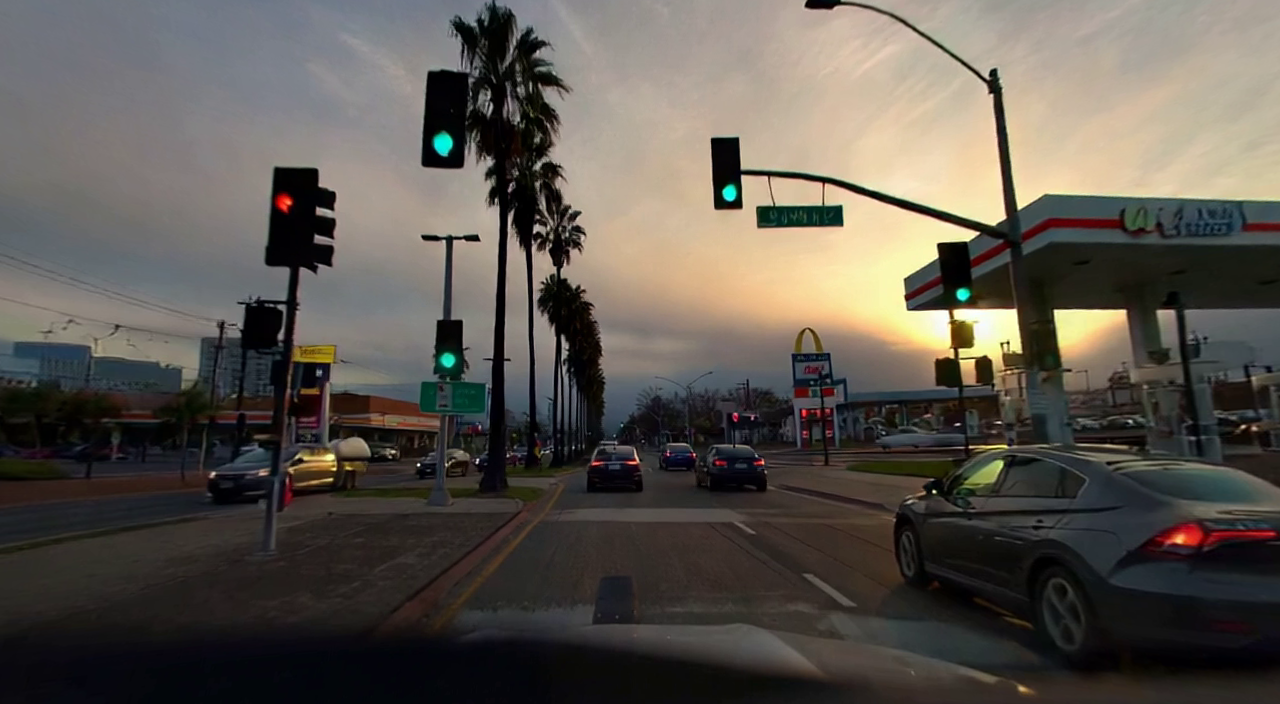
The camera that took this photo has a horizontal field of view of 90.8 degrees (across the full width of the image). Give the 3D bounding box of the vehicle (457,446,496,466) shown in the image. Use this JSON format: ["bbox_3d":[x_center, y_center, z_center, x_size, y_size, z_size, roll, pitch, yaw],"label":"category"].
[{"bbox_3d":[-12.881,8.178,49.987,1.908,1.506,4.397,0,-9,0],"label":"vehicle"}]

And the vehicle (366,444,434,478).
[{"bbox_3d":[-12.997,5.910,34.540,2.006,1.737,4.537,0,-9,-1],"label":"vehicle"}]

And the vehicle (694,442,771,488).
[{"bbox_3d":[3.139,3.928,22.356,1.889,1.448,4.262,0,-9,-3],"label":"vehicle"}]

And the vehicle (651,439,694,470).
[{"bbox_3d":[1.979,6.510,40.423,2.299,1.803,5.434,0,-9,-2],"label":"vehicle"}]

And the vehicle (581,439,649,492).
[{"bbox_3d":[-0.834,3.702,20.916,2.021,1.550,4.090,0,-9,-2],"label":"vehicle"}]

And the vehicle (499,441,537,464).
[{"bbox_3d":[-9.471,7.821,49.397,1.980,1.719,4.963,0,-9,1],"label":"vehicle"}]

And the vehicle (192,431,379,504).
[{"bbox_3d":[-10.384,3.431,19.252,2.252,1.871,5.727,0,-9,2],"label":"vehicle"}]

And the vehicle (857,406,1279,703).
[{"bbox_3d":[3.364,1.263,4.560,1.987,1.474,4.198,0,-9,-2],"label":"vehicle"}]
